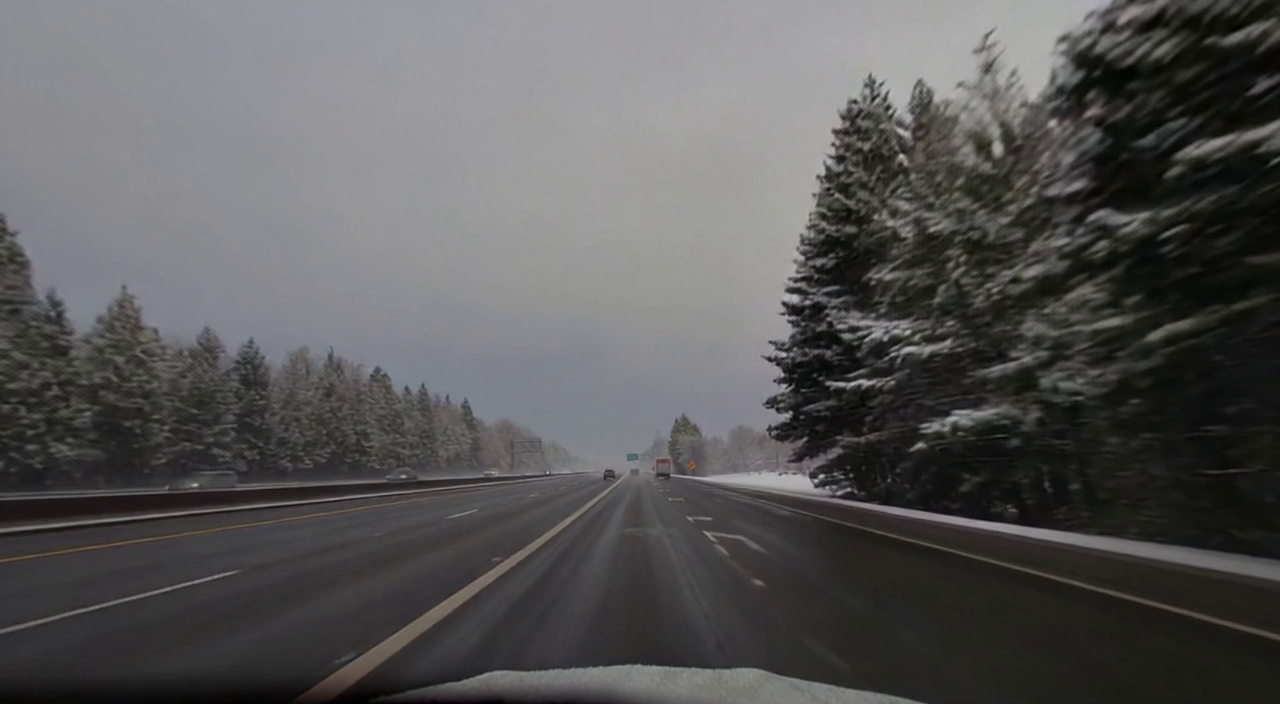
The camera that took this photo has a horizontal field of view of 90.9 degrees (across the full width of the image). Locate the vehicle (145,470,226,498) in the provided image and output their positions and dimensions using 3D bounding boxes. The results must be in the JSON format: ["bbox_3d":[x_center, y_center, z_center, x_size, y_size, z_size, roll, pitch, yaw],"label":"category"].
[{"bbox_3d":[-26.628,7.730,37.093,1.774,1.541,3.989,1,-10,0],"label":"vehicle"}]

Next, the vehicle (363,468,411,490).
[{"bbox_3d":[-19.009,9.558,47.571,1.803,1.508,4.279,1,-10,0],"label":"vehicle"}]
